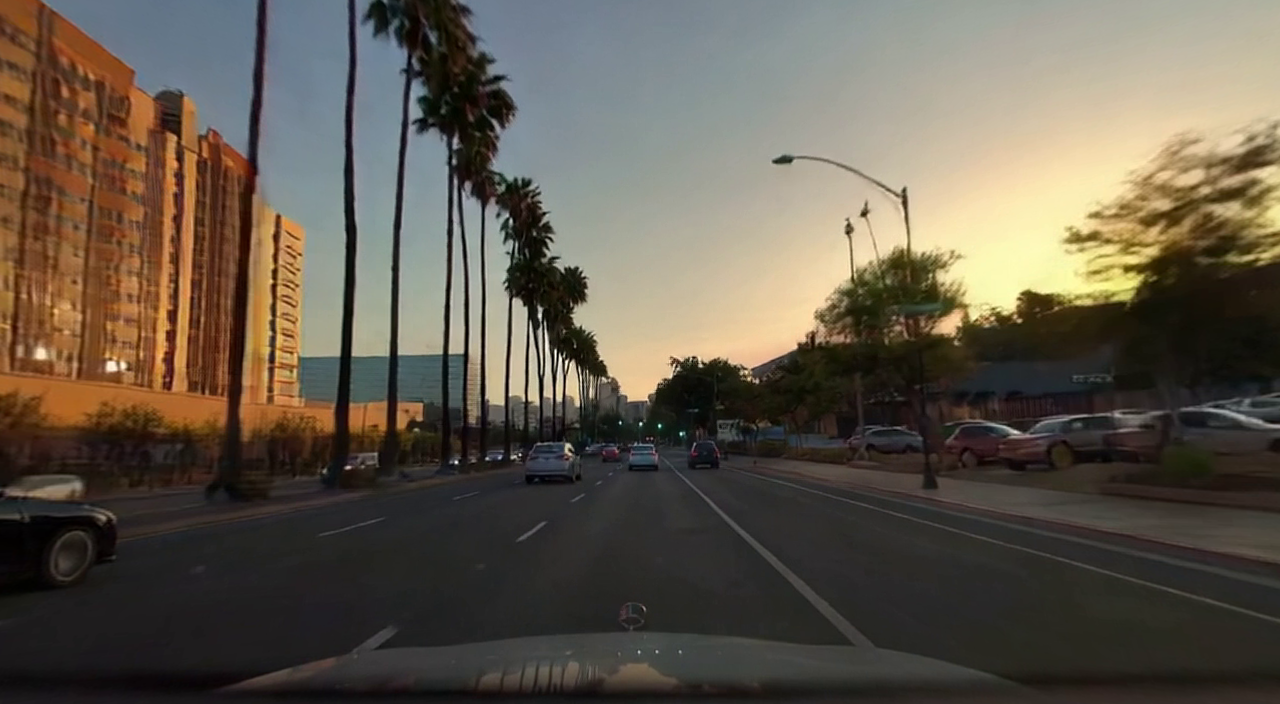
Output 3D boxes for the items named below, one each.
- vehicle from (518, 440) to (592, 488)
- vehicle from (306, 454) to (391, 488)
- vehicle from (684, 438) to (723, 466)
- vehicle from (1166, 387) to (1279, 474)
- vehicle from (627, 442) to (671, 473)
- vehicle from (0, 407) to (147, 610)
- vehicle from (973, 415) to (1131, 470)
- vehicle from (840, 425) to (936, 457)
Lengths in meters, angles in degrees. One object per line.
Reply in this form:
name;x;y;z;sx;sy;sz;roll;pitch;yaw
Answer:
vehicle;-2.901;3.914;22.406;1.908;1.505;4.369;-1;-8;2
vehicle;-14.157;5.787;30.950;1.923;1.454;4.520;-1;-9;1
vehicle;4.152;6.632;41.910;2.108;1.785;4.334;0;-8;-1
vehicle;12.690;1.542;12.353;4.749;1.457;1.806;3;-11;-28
vehicle;0.464;5.518;33.262;2.147;1.507;3.953;0;-8;1
vehicle;-6.540;1.243;4.677;2.030;1.730;4.506;-1;-8;1
vehicle;12.074;2.650;18.454;4.284;1.450;1.927;4;-10;-28
vehicle;12.276;4.417;31.180;4.378;1.463;1.824;4;-9;-23
